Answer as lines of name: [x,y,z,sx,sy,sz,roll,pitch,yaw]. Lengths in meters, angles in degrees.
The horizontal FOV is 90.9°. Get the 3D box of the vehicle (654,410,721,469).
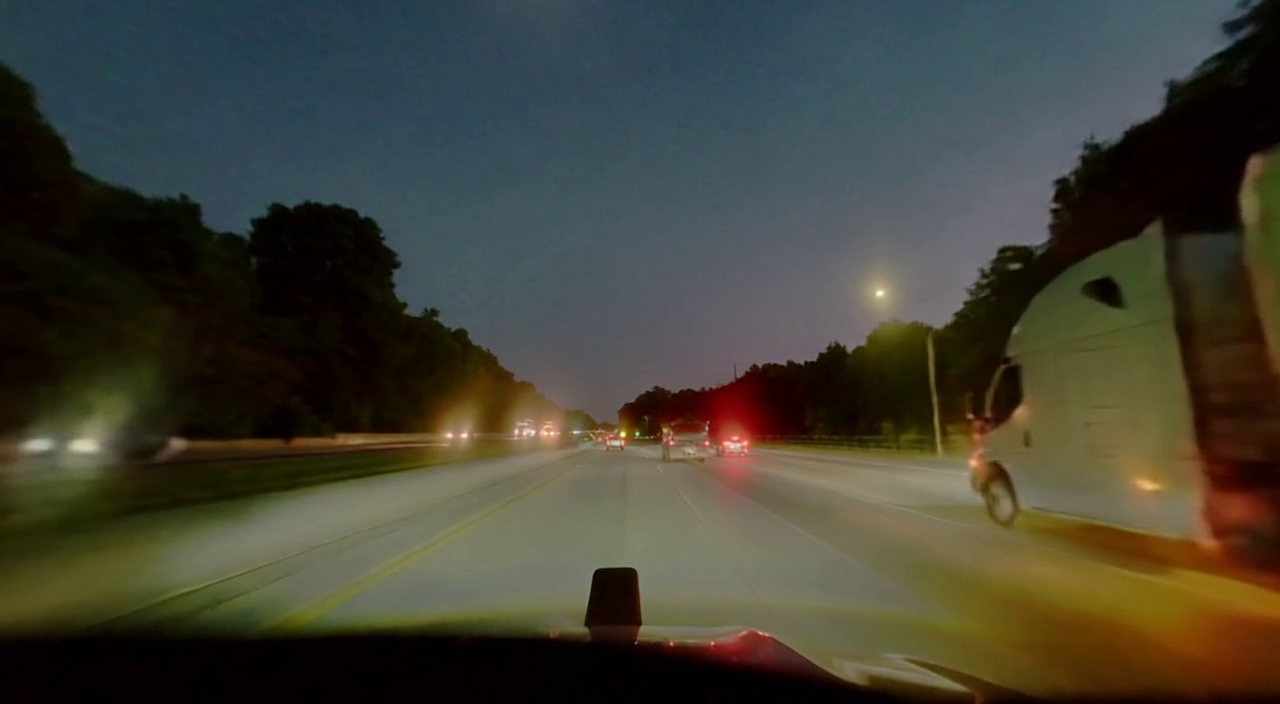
vehicle: [2.100,4.123,29.847,2.436,2.521,5.409,0,-8,-3]

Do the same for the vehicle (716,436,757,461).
vehicle: [5.868,5.896,38.712,1.821,1.468,3.805,0,-8,-2]

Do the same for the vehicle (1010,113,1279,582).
vehicle: [7.056,-0.473,2.269,2.904,4.054,14.017,0,-8,0]
